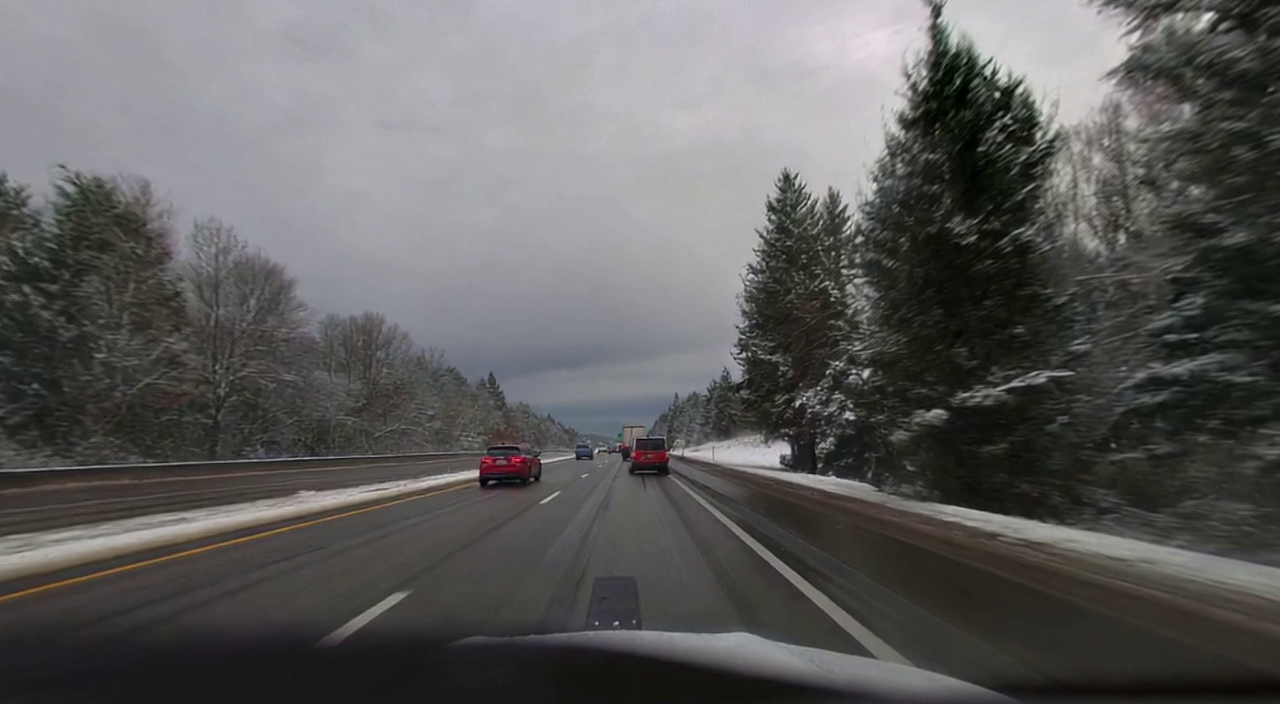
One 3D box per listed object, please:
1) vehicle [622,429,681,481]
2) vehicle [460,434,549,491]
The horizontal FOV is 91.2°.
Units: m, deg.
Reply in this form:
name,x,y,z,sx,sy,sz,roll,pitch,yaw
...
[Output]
name,x,y,z,sx,sy,sz,roll,pitch,yaw
vehicle,0.396,4.243,25.897,2.179,1.930,4.538,0,-9,-1
vehicle,-4.425,3.678,21.197,2.088,1.688,4.365,0,-9,-1
